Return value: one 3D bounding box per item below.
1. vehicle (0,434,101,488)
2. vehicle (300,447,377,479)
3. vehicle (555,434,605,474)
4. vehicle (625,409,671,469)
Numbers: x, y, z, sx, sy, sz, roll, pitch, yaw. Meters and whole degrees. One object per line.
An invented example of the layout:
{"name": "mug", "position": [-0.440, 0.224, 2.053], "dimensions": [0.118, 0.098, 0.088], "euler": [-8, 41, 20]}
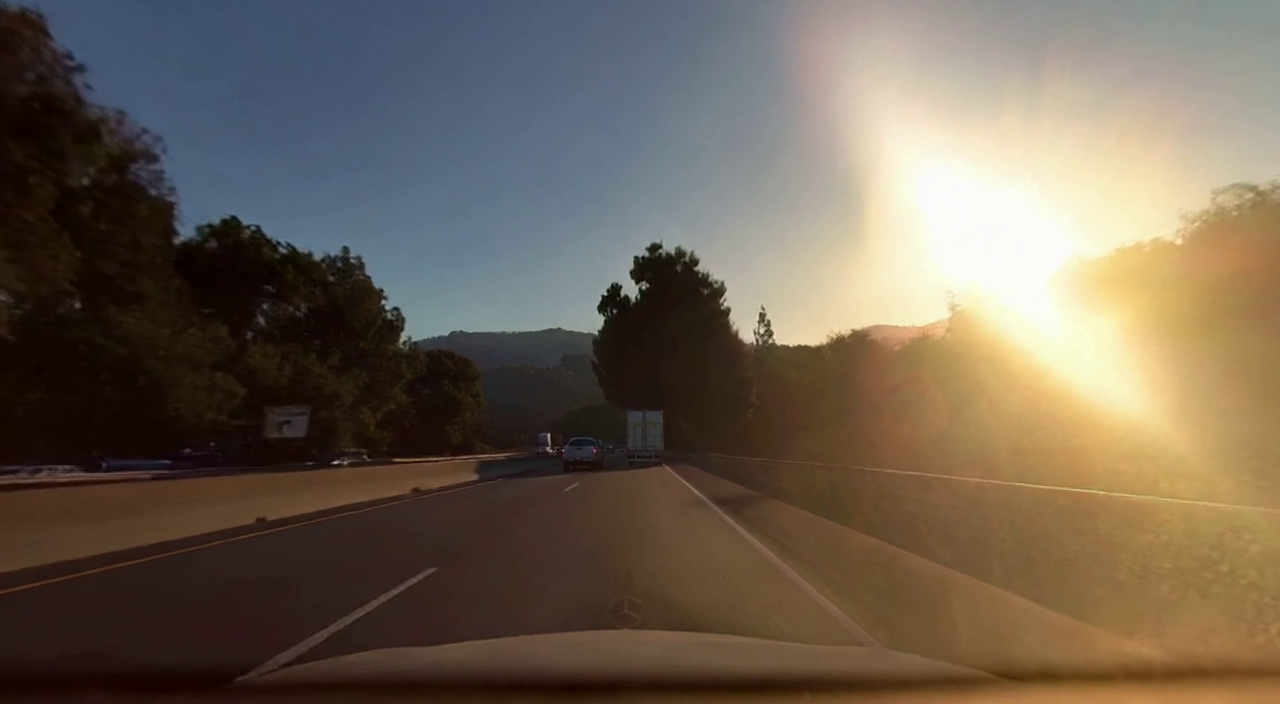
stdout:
{"name": "vehicle", "position": [-43.944, 8.034, 46.951], "dimensions": [2.807, 3.656, 7.763], "euler": [3, -9, -19]}
{"name": "vehicle", "position": [-15.997, 5.888, 33.645], "dimensions": [1.978, 1.616, 4.154], "euler": [0, -9, 1]}
{"name": "vehicle", "position": [-3.370, 5.937, 36.864], "dimensions": [2.283, 2.156, 5.546], "euler": [0, -9, 1]}
{"name": "vehicle", "position": [0.495, 6.556, 47.105], "dimensions": [3.024, 3.965, 10.399], "euler": [0, -9, 0]}
